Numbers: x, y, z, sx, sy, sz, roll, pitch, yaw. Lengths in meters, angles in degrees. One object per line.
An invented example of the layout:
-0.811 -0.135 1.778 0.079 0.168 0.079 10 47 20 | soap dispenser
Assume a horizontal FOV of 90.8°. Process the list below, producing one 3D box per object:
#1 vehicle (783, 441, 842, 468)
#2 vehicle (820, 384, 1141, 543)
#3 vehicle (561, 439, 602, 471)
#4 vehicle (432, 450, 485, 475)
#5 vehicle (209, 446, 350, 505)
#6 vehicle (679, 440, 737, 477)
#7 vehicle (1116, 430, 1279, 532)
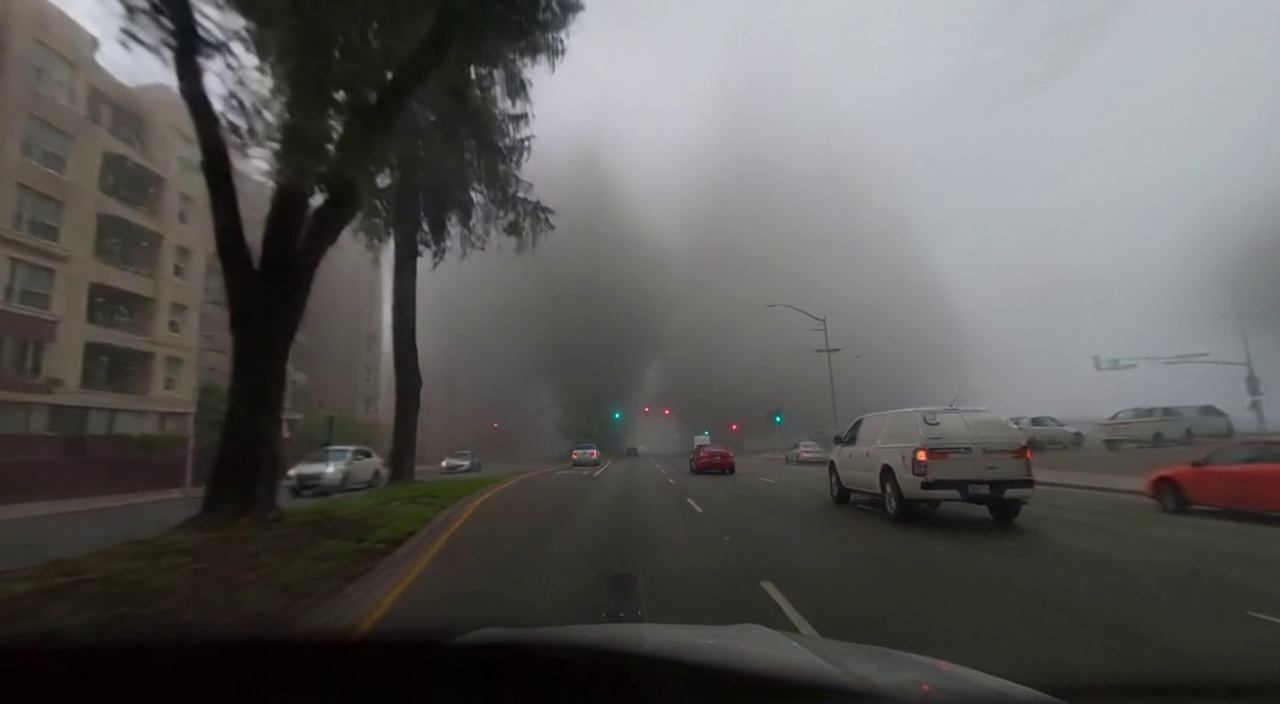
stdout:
10.004 5.967 37.043 2.014 1.480 4.783 0 -8 -1 | vehicle
5.176 1.845 11.010 2.427 2.017 5.763 0 -8 1 | vehicle
-3.259 5.836 36.063 2.065 1.716 4.265 0 -8 -2 | vehicle
-11.767 7.188 41.291 2.028 1.490 4.475 0 -8 1 | vehicle
-11.971 4.078 21.449 2.027 1.736 4.694 0 -8 -1 | vehicle
2.898 4.678 27.955 2.003 1.480 4.494 0 -8 -1 | vehicle
10.085 1.953 9.740 2.004 1.437 4.500 0 -8 1 | vehicle
